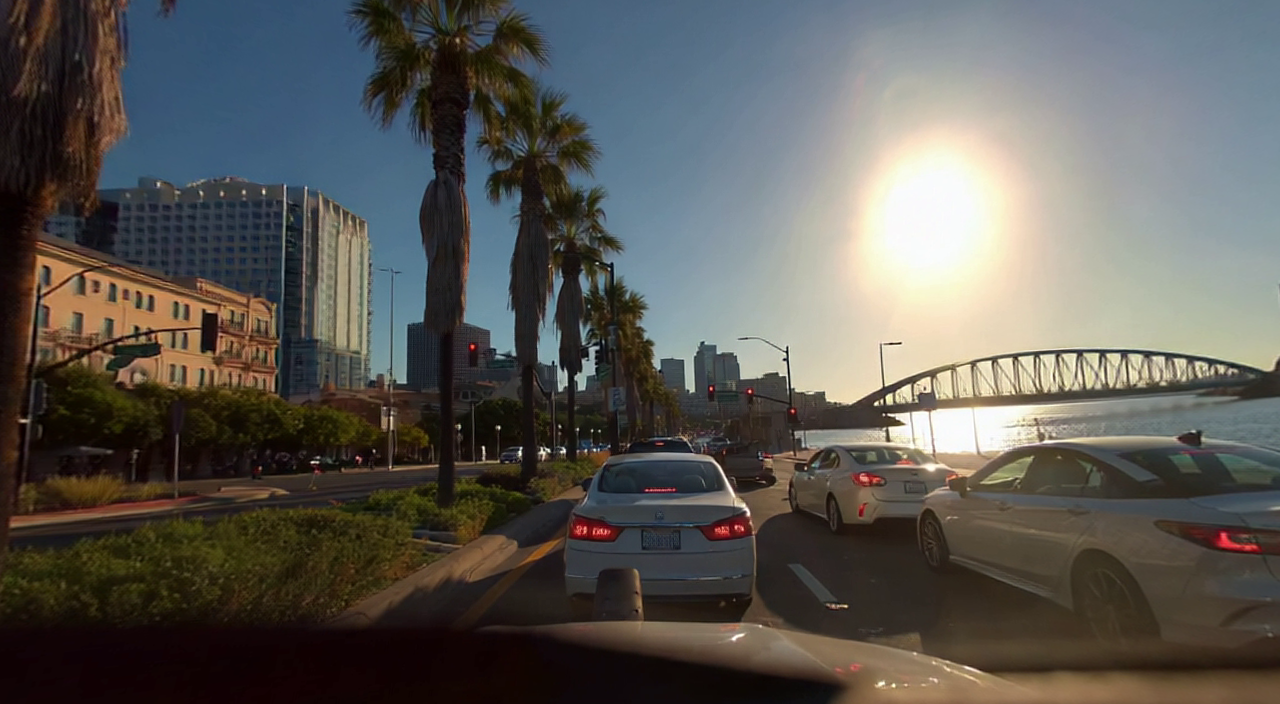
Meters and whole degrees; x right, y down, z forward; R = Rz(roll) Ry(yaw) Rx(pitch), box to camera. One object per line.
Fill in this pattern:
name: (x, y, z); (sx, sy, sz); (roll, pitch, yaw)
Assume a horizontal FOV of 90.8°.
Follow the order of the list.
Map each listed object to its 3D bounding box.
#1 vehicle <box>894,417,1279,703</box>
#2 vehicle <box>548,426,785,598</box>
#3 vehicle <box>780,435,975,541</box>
vehicle: (3.912, 1.363, 5.091); (1.913, 1.469, 4.425); (0, -9, 0)
vehicle: (0.265, 1.705, 7.510); (2.093, 1.503, 3.681); (0, -9, 1)
vehicle: (3.895, 2.290, 11.310); (1.920, 1.490, 4.417); (-1, -9, 2)
